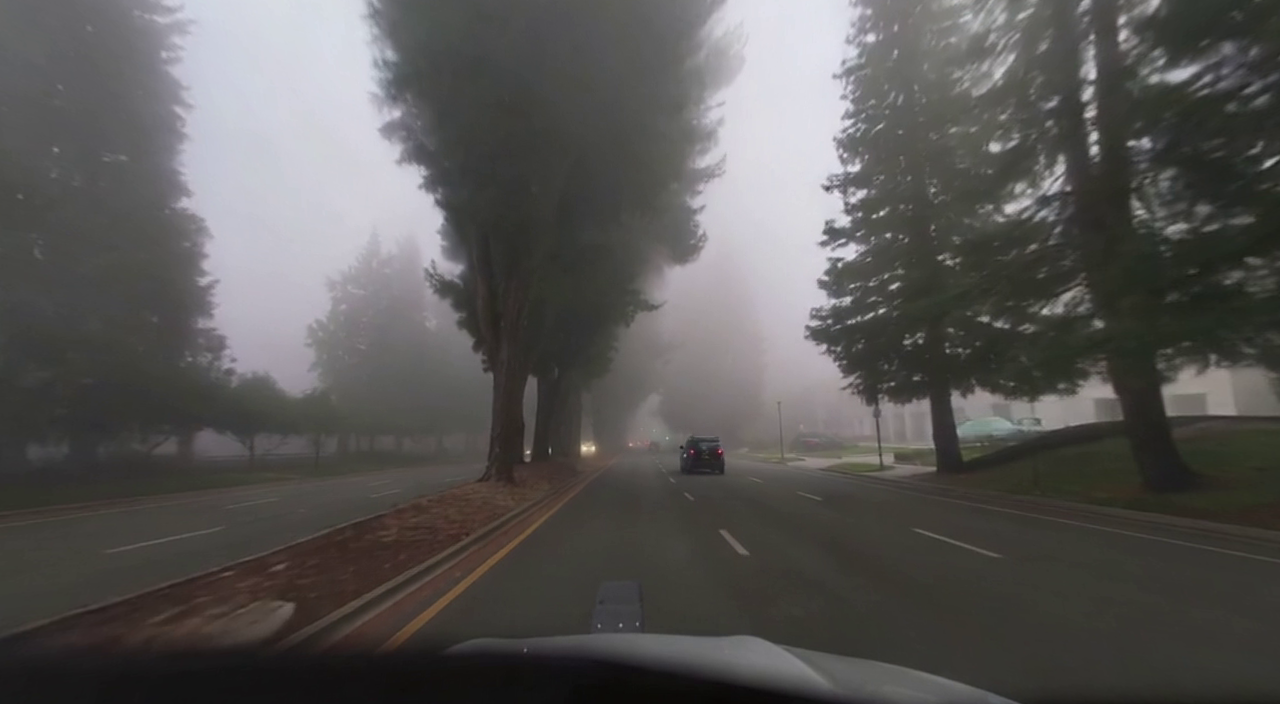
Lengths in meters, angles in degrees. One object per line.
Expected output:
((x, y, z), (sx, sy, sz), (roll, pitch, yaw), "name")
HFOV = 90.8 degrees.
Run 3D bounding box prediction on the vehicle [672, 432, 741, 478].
((2.657, 4.298, 26.543), (2.240, 1.740, 4.605), (0, -8, -2), "vehicle")
